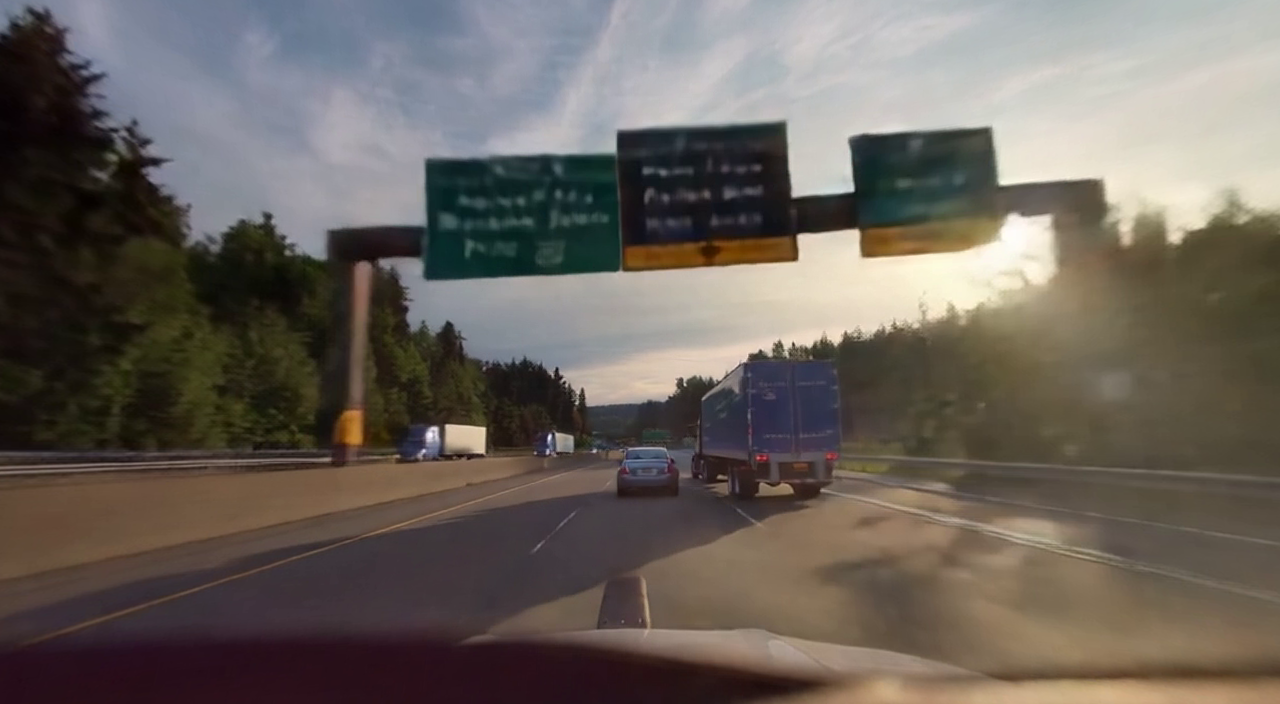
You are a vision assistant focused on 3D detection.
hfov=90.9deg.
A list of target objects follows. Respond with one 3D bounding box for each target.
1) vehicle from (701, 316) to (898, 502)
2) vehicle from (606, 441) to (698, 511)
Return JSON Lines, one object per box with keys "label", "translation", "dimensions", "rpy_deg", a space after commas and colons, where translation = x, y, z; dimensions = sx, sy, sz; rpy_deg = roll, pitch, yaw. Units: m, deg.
{"label": "vehicle", "translation": [4.053, 2.283, 20.465], "dimensions": [2.960, 4.018, 13.834], "rpy_deg": [0, -9, 1]}
{"label": "vehicle", "translation": [0.253, 3.135, 16.367], "dimensions": [2.039, 1.532, 4.610], "rpy_deg": [0, -9, -1]}
